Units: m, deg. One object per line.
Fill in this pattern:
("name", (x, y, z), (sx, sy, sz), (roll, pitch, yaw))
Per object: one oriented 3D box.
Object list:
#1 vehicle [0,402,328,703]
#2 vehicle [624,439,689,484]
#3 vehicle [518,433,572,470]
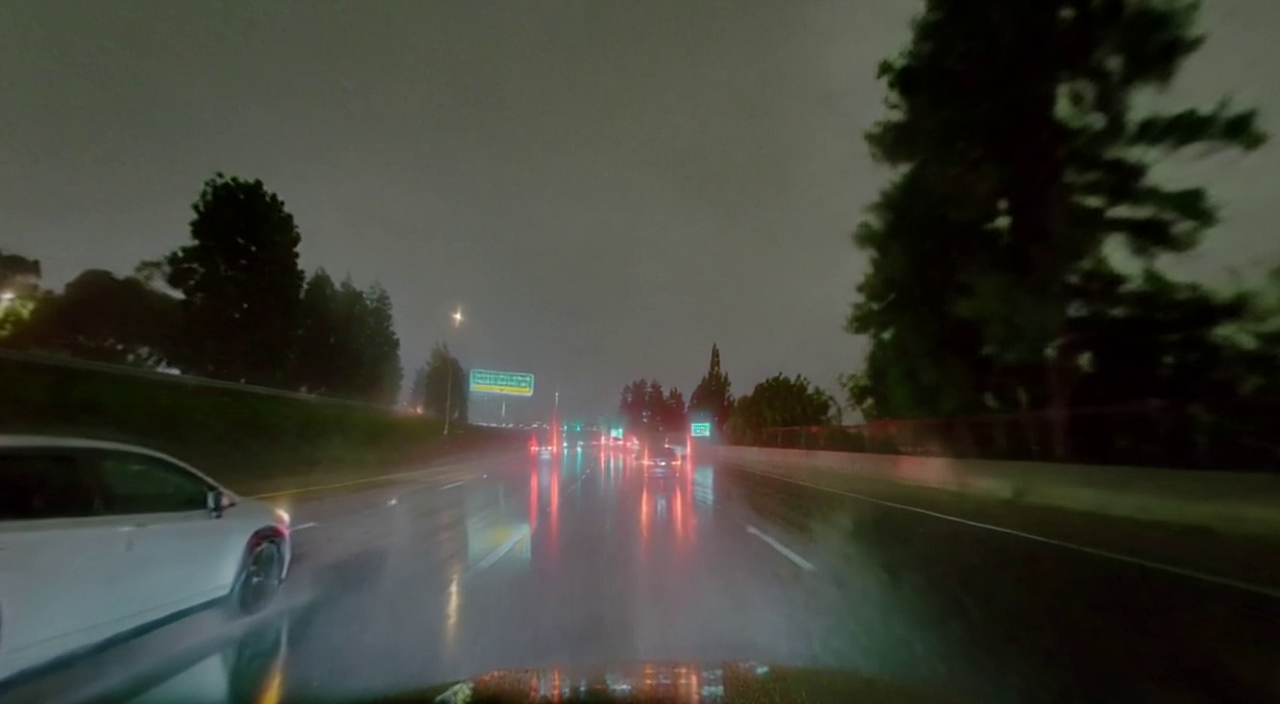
("vehicle", (-3.855, 1.029, 3.149), (2.049, 1.482, 4.981), (0, -9, 0))
("vehicle", (0.485, 3.914, 22.849), (1.947, 1.437, 4.345), (0, -9, -4))
("vehicle", (-4.803, 5.125, 32.558), (2.244, 1.755, 4.417), (0, -9, -2))
